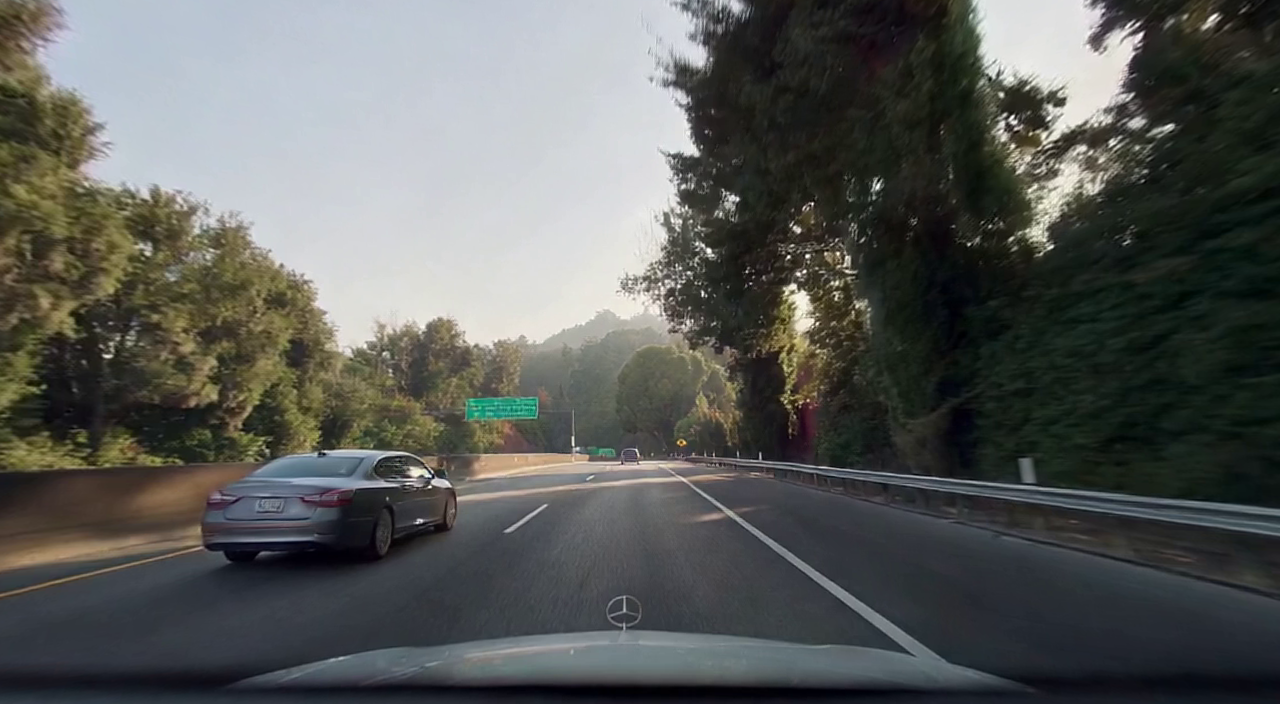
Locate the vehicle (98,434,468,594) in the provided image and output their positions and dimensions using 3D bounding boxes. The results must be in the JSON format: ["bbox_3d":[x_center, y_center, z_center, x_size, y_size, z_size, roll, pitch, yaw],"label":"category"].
[{"bbox_3d":[-3.994,1.876,8.283,2.157,1.483,4.601,0,-9,0],"label":"vehicle"}]

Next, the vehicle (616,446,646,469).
[{"bbox_3d":[-0.632,7.539,45.253,2.011,1.590,3.607,0,-9,0],"label":"vehicle"}]
